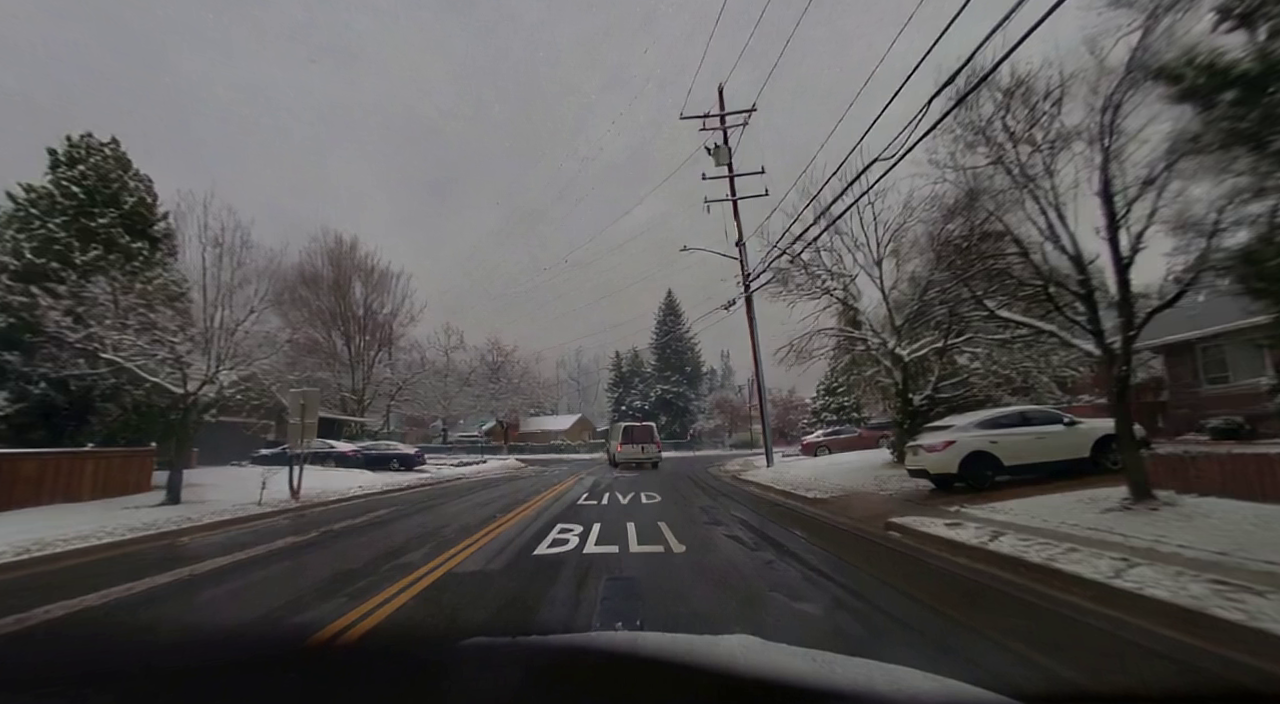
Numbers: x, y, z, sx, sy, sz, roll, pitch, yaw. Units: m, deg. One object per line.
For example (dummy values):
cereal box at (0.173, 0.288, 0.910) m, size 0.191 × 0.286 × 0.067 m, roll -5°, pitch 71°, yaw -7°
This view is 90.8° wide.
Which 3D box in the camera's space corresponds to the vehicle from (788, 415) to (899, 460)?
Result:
vehicle at (10.023, 4.289, 31.392) m, size 4.658 × 1.536 × 2.090 m, roll -8°, pitch -10°, yaw 1°

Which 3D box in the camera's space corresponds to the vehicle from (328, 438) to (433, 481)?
vehicle at (-13.473, 5.629, 33.019) m, size 4.550 × 1.655 × 2.143 m, roll -5°, pitch -15°, yaw -1°

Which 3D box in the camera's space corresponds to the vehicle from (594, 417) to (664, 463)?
vehicle at (-0.961, 6.407, 45.725) m, size 2.929 × 3.058 × 7.559 m, roll 3°, pitch -9°, yaw -19°

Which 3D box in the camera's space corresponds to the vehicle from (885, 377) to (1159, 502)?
vehicle at (8.226, 1.908, 13.940) m, size 4.584 × 1.817 × 2.018 m, roll -9°, pitch -8°, yaw -5°

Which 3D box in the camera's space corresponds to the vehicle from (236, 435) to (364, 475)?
vehicle at (-16.261, 4.935, 30.417) m, size 4.881 × 1.828 × 2.111 m, roll 0°, pitch -8°, yaw -1°
